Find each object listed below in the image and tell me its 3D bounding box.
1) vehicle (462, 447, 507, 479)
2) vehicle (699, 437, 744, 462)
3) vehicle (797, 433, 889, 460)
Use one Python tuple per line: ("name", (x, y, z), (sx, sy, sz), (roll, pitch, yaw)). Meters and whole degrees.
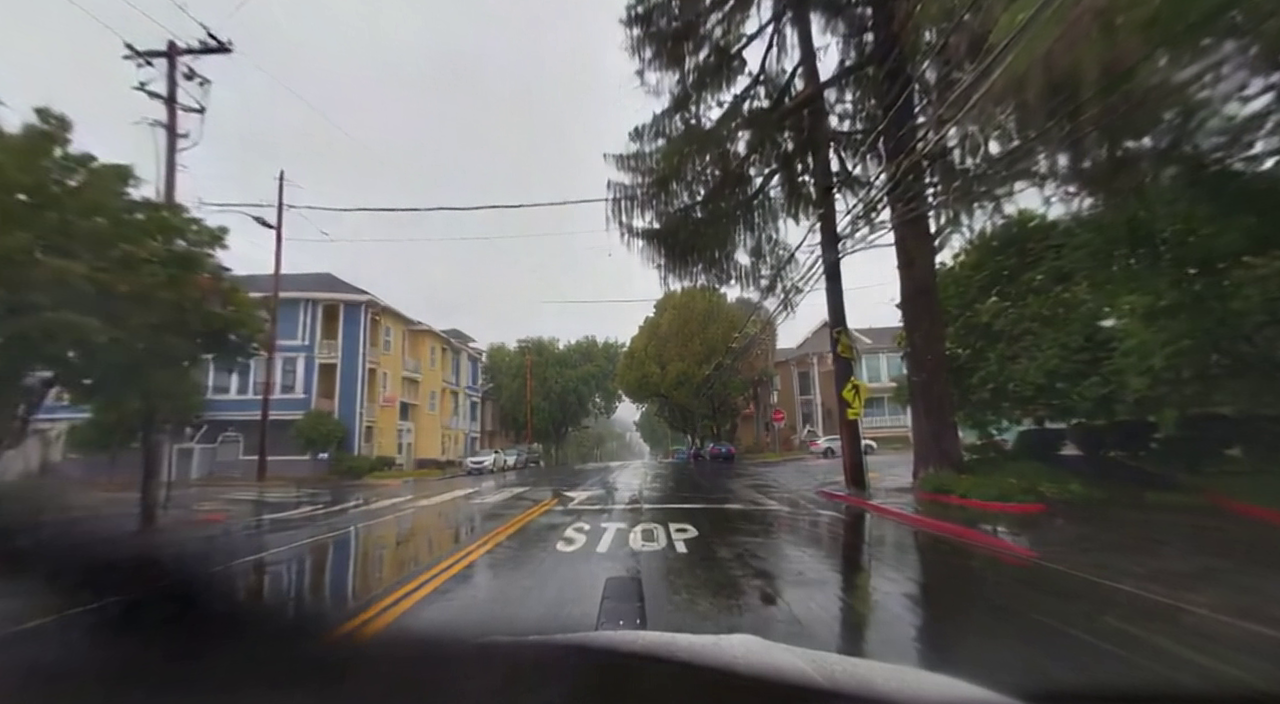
("vehicle", (-9.698, 6.896, 39.724), (1.900, 1.683, 4.486), (-5, -8, -4))
("vehicle", (5.314, 6.440, 41.726), (2.059, 1.502, 4.824), (0, -8, -4))
("vehicle", (11.178, 5.195, 34.887), (4.336, 1.424, 1.954), (1, -9, -10))
